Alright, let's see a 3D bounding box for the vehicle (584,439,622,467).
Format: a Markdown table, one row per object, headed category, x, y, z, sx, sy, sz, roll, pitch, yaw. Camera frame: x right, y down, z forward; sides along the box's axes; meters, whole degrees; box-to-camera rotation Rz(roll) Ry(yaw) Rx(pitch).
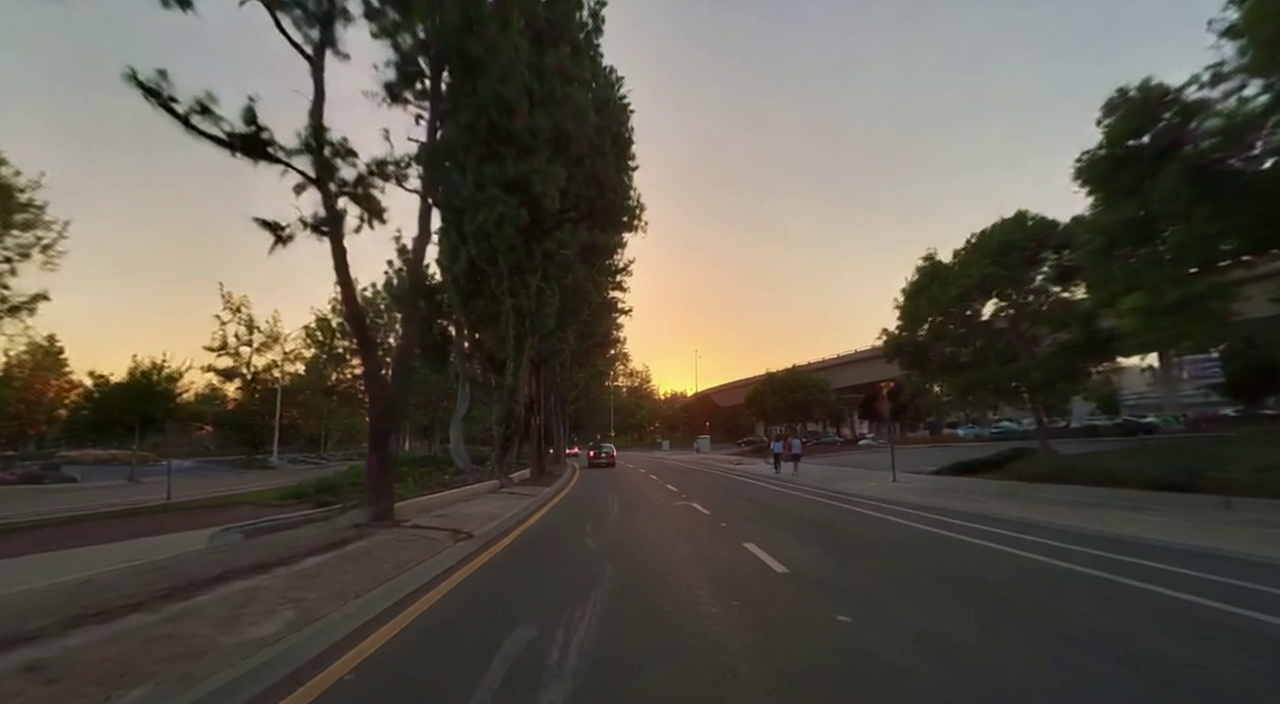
| category | x | y | z | sx | sy | sz | roll | pitch | yaw |
| --- | --- | --- | --- | --- | --- | --- | --- | --- | --- |
| vehicle | -2.504 | 6.660 | 41.776 | 2.184 | 1.713 | 4.231 | 1 | -9 | -7 |
